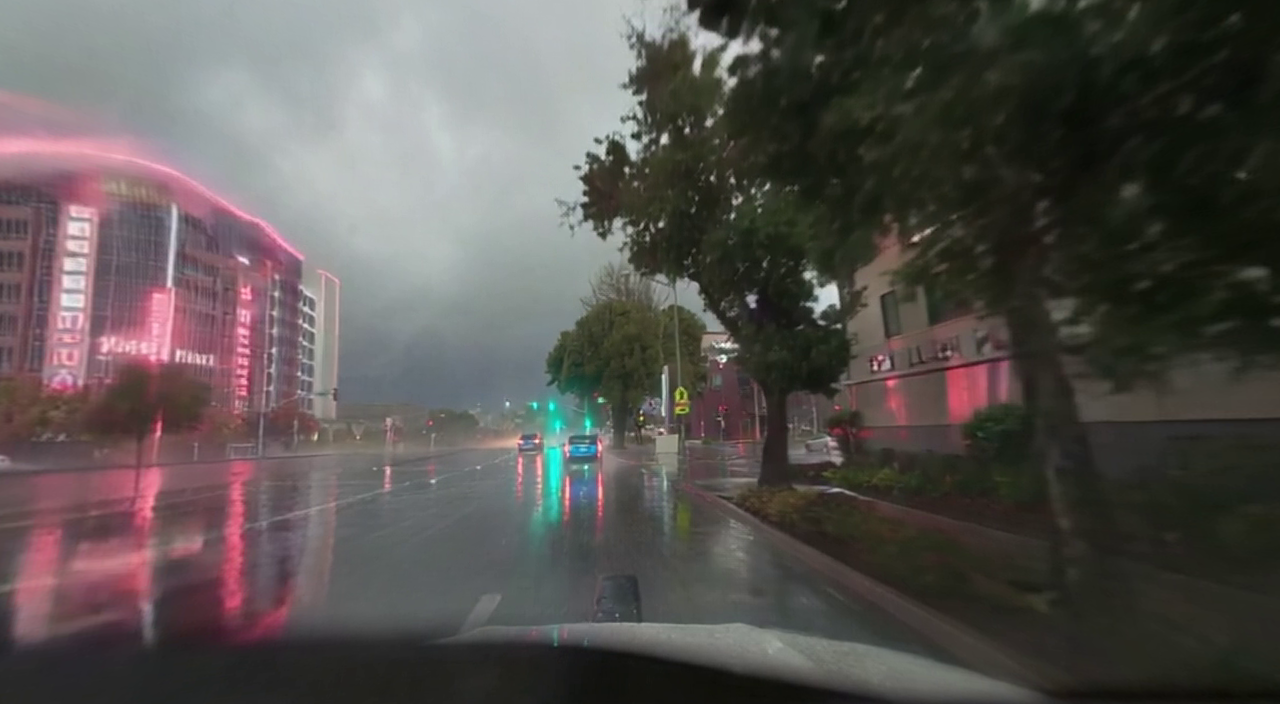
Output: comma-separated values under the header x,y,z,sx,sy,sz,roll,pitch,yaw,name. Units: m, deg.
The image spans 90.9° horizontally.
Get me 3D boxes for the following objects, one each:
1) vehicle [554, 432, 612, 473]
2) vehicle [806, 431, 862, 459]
x,y,z,sx,sy,sz,roll,pitch,yaw,name
-2.477,4.183,26.511,2.231,1.572,4.227,1,-8,-7,vehicle
15.188,7.353,49.649,1.932,1.762,4.835,2,-13,-13,vehicle
